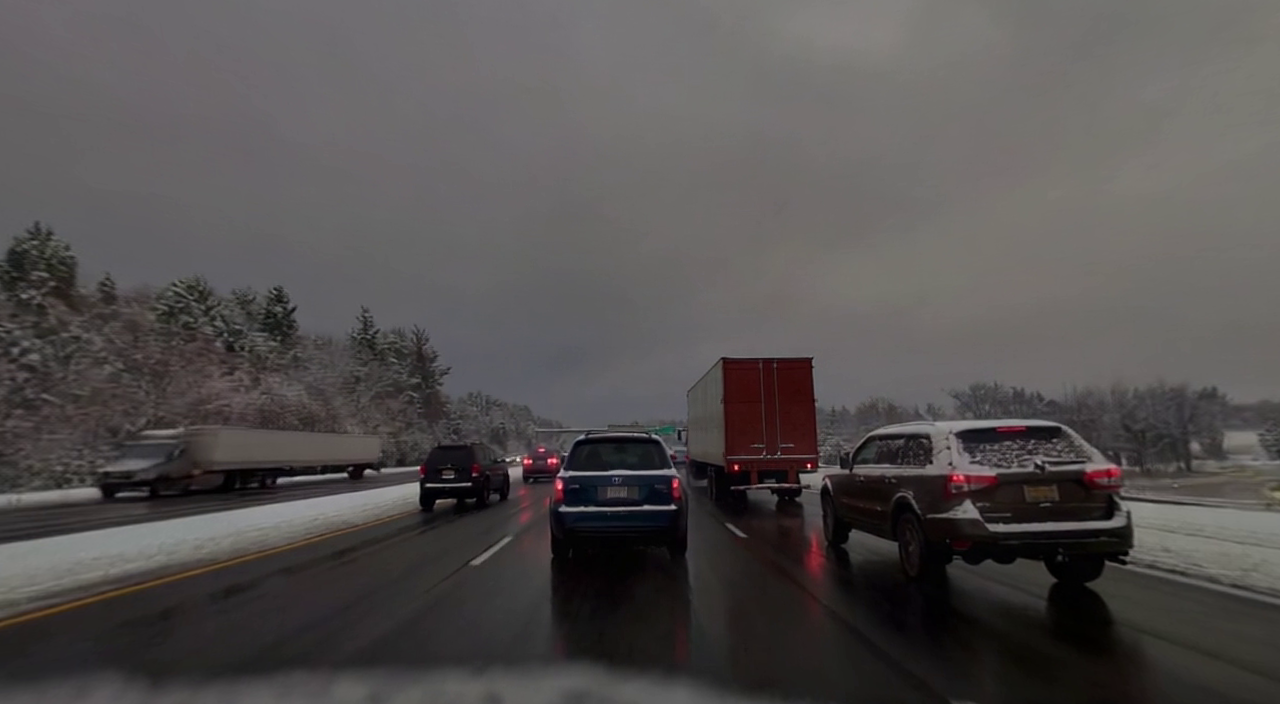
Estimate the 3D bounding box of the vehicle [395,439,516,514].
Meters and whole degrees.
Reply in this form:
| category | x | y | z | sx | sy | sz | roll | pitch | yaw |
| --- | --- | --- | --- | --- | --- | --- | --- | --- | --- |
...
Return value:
| category | x | y | z | sx | sy | sz | roll | pitch | yaw |
| --- | --- | --- | --- | --- | --- | --- | --- | --- | --- |
| vehicle | -4.390 | 3.010 | 15.653 | 1.789 | 1.620 | 3.841 | 0 | -9 | 0 |

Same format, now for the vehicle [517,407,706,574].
| category | x | y | z | sx | sy | sz | roll | pitch | yaw |
| --- | --- | --- | --- | --- | --- | --- | --- | --- | --- |
| vehicle | -0.341 | 1.835 | 9.025 | 2.037 | 1.792 | 4.194 | 0 | -9 | -1 |

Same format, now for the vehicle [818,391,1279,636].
| category | x | y | z | sx | sy | sz | roll | pitch | yaw |
| --- | --- | --- | --- | --- | --- | --- | --- | --- | --- |
| vehicle | 3.707 | 1.522 | 6.942 | 2.076 | 1.751 | 4.666 | 0 | -9 | 0 |

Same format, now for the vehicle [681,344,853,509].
| category | x | y | z | sx | sy | sz | roll | pitch | yaw |
| --- | --- | --- | --- | --- | --- | --- | --- | --- | --- |
| vehicle | 3.700 | 3.254 | 24.803 | 3.032 | 4.051 | 18.805 | 0 | -9 | 0 |

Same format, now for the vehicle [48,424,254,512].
| category | x | y | z | sx | sy | sz | roll | pitch | yaw |
| --- | --- | --- | --- | --- | --- | --- | --- | --- | --- |
| vehicle | -16.746 | 3.999 | 22.242 | 2.312 | 2.629 | 6.031 | 0 | -9 | 0 |
